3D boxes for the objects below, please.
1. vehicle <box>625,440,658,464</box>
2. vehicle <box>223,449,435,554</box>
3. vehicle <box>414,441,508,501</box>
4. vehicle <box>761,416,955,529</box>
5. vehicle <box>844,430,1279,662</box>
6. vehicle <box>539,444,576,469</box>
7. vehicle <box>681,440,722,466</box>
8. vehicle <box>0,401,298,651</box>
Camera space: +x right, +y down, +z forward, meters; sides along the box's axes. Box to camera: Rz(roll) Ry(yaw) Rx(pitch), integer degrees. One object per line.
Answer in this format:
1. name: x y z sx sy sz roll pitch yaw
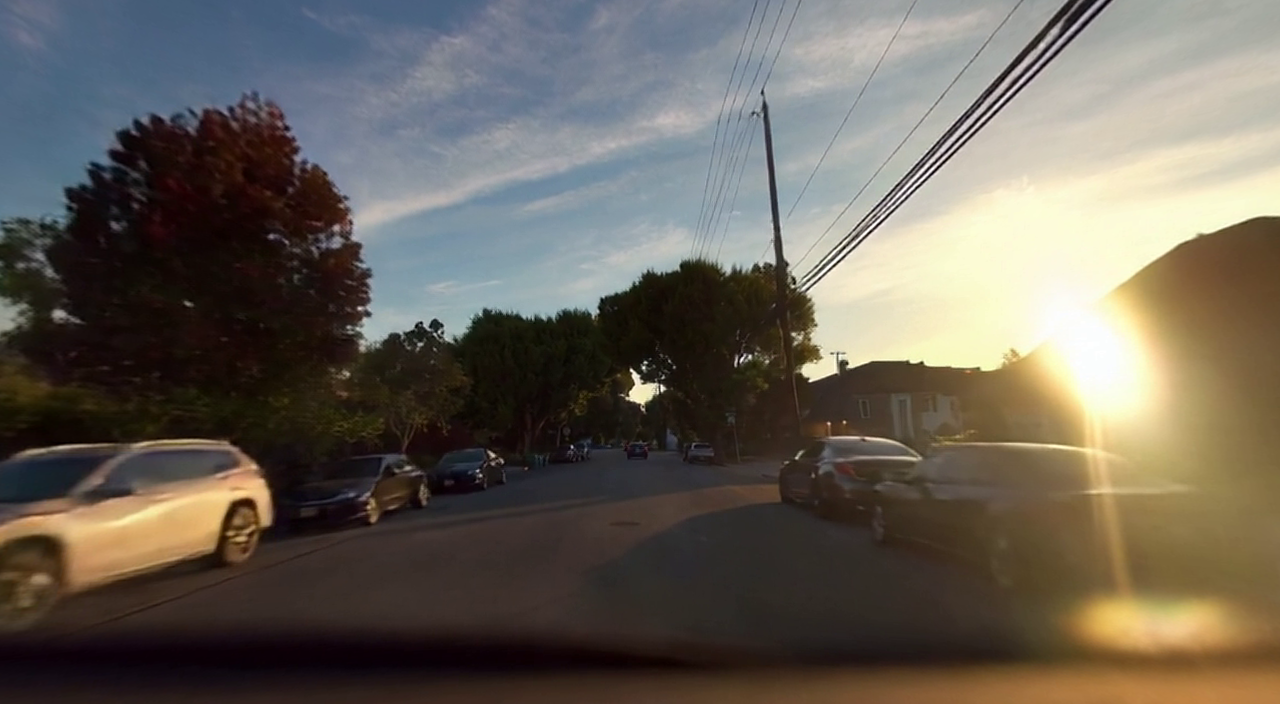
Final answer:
1. vehicle: 0.067 6.681 42.429 2.062 1.509 4.305 0 -8 -1
2. vehicle: -6.031 2.895 13.106 1.930 1.456 4.965 -3 -7 0
3. vehicle: -6.034 3.999 21.898 1.769 1.572 4.990 -4 -6 0
4. vehicle: 3.804 2.193 12.040 2.108 1.719 4.339 0 -8 0
5. vehicle: 3.699 1.545 6.302 1.789 1.435 4.499 0 -8 0
6. vehicle: -6.050 7.685 46.890 2.094 1.433 5.740 -4 -7 -2
7. vehicle: 3.961 6.586 41.379 2.144 1.572 5.026 0 -8 0
8. vehicle: -5.840 1.563 6.436 2.115 1.820 5.002 -3 -7 -2
